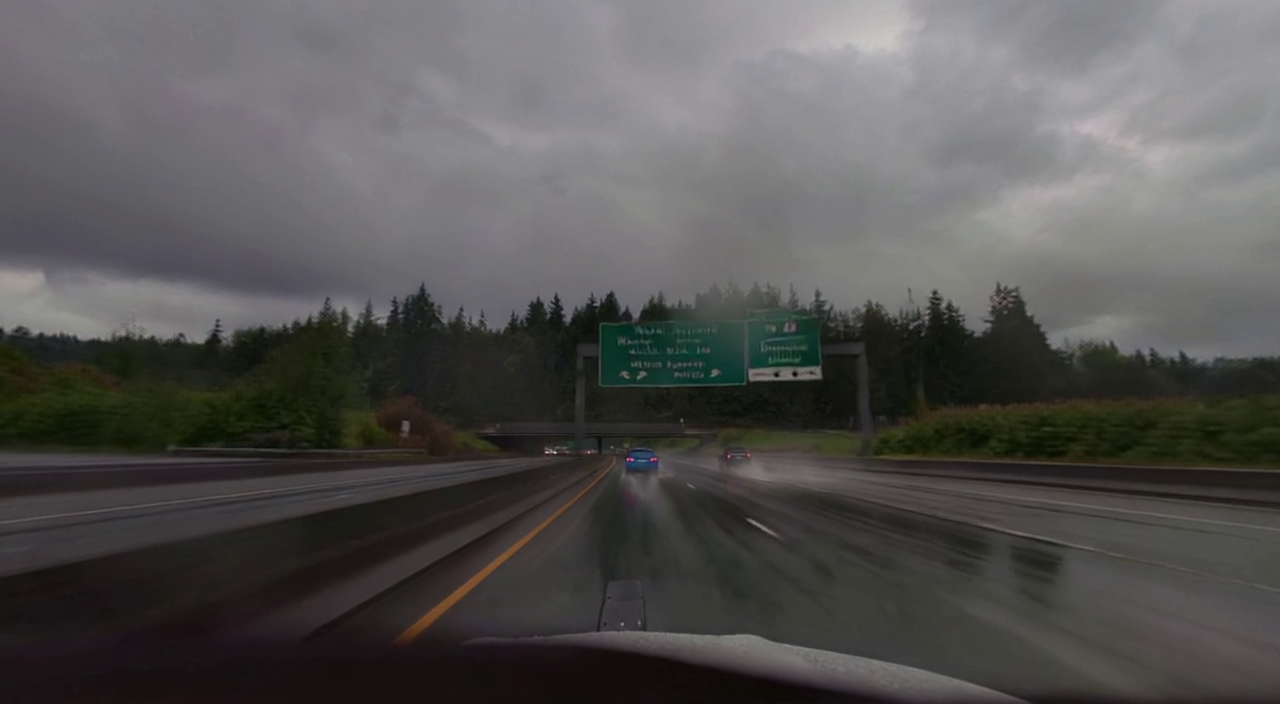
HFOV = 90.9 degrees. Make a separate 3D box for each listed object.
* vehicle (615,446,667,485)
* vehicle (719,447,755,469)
[{"bbox_3d":[0.004,4.853,27.256,2.069,1.523,4.012,0,-9,-1],"label":"vehicle"},{"bbox_3d":[7.331,8.051,48.082,2.006,1.639,4.087,0,-9,-1],"label":"vehicle"}]
